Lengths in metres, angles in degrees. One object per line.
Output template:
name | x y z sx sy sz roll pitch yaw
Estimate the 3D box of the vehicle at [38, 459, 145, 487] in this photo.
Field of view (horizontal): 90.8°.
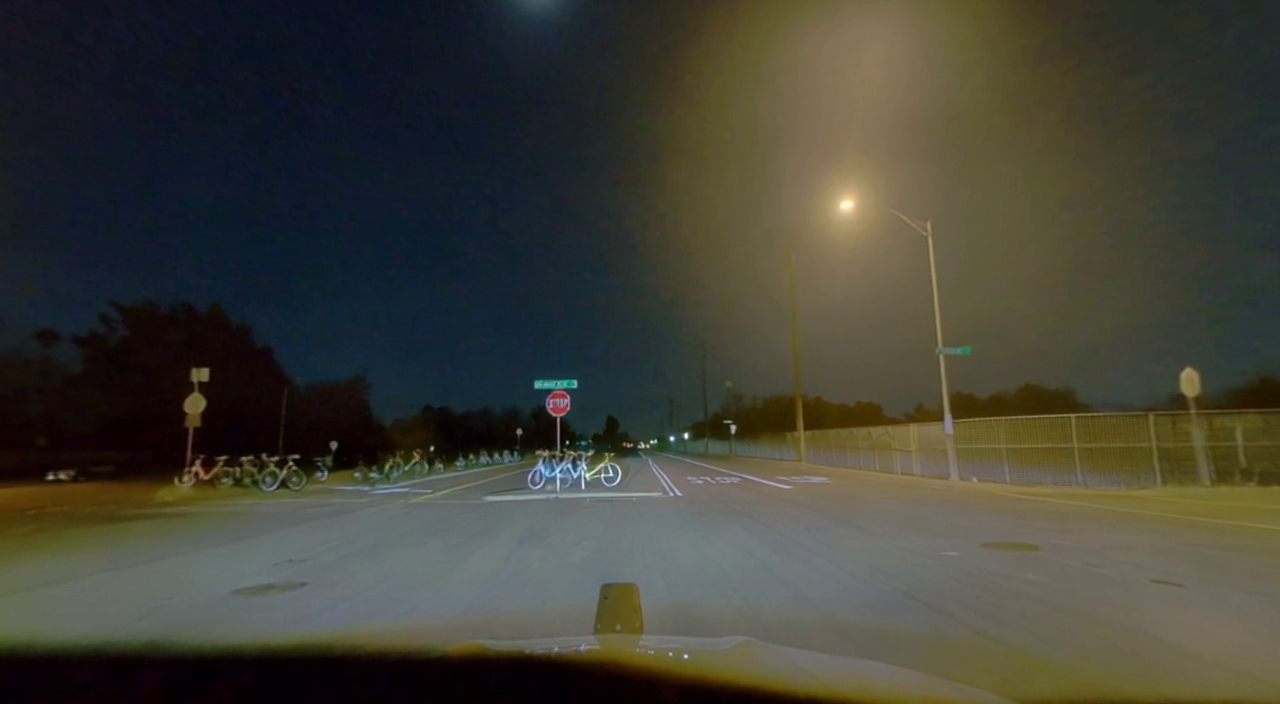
vehicle | -33.551 7.383 38.733 4.569 1.558 1.903 0 -9 -5
